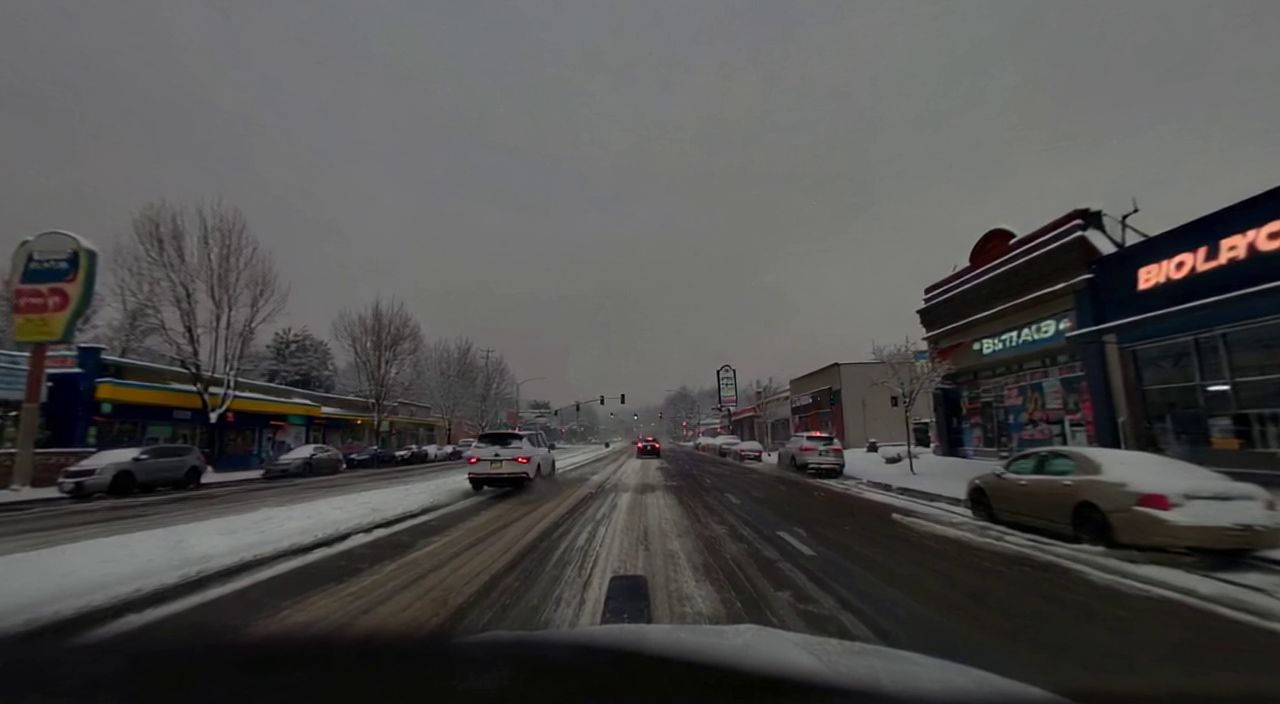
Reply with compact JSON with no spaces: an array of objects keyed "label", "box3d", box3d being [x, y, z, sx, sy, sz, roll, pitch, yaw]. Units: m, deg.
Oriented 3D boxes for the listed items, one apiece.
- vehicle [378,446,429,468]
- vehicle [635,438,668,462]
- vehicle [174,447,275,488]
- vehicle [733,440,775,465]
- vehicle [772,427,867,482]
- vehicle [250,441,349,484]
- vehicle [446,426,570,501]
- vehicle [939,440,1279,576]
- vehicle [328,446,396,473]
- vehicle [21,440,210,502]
[{"label":"vehicle","box3d":[-16.756,7.455,44.931,1.788,1.475,4.737,0,-8,0]},{"label":"vehicle","box3d":[0.711,6.302,40.618,2.037,1.484,4.073,0,-8,0]},{"label":"vehicle","box3d":[-17.164,4.749,26.224,1.816,1.564,3.442,0,-8,0]},{"label":"vehicle","box3d":[7.251,6.461,40.561,1.871,1.478,4.272,0,-8,0]},{"label":"vehicle","box3d":[6.633,3.874,24.009,2.098,1.845,5.117,0,-8,0]},{"label":"vehicle","box3d":[-16.870,5.449,31.586,2.293,1.736,4.871,-2,-6,0]},{"label":"vehicle","box3d":[-3.179,2.798,16.227,2.049,1.646,4.445,-1,-8,2]},{"label":"vehicle","box3d":[6.475,2.010,9.096,1.982,1.428,4.726,0,-8,0]},{"label":"vehicle","box3d":[-16.850,6.525,38.494,1.984,1.494,4.815,0,-8,0]},{"label":"vehicle","box3d":[-17.046,3.852,20.931,2.150,1.802,4.772,0,-8,-1]}]
